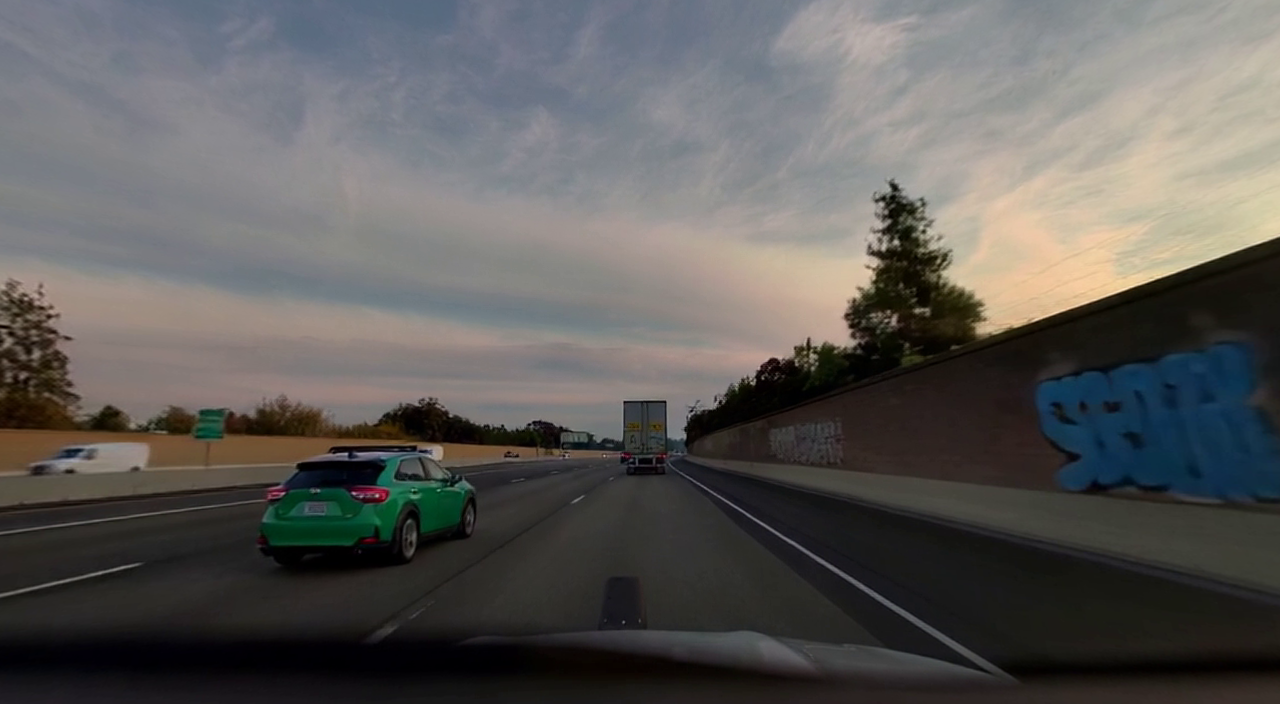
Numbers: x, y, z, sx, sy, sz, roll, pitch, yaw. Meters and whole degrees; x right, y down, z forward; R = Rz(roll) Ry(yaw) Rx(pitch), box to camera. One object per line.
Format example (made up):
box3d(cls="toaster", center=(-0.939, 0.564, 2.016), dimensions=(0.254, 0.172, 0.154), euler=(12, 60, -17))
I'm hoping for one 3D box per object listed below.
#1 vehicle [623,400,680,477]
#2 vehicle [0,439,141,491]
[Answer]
box3d(cls="vehicle", center=(0.613, 5.419, 38.838), dimensions=(2.997, 4.069, 10.871), euler=(0, -9, 0))
box3d(cls="vehicle", center=(-24.614, 4.799, 27.155), dimensions=(2.147, 2.006, 4.767), euler=(0, -9, 1))
